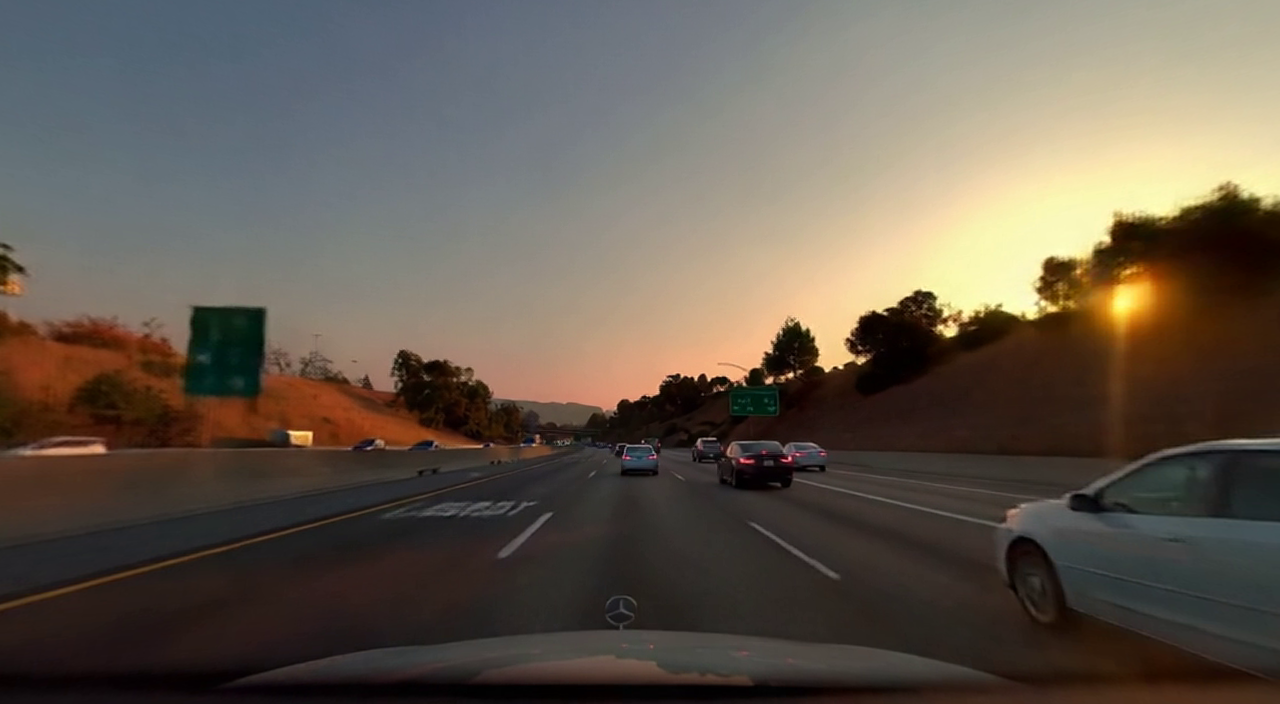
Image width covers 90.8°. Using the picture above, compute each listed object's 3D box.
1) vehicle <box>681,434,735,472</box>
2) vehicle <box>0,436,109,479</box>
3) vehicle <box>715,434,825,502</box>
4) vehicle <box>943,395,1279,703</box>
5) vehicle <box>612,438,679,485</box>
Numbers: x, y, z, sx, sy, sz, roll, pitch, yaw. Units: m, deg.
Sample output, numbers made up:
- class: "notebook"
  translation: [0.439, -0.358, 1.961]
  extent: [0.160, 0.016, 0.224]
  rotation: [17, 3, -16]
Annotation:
- class: "vehicle"
  translation: [3.226, 4.885, 30.712]
  extent: [1.997, 1.663, 4.169]
  rotation: [0, -8, -2]
- class: "vehicle"
  translation: [-25.729, 4.425, 26.768]
  extent: [2.105, 1.666, 4.914]
  rotation: [0, -8, 0]
- class: "vehicle"
  translation: [3.210, 2.948, 16.512]
  extent: [1.856, 1.517, 4.198]
  rotation: [0, -8, -2]
- class: "vehicle"
  translation: [3.481, 0.963, 2.699]
  extent: [1.993, 1.504, 4.781]
  rotation: [0, -8, 0]
- class: "vehicle"
  translation: [0.120, 3.750, 21.963]
  extent: [2.098, 1.475, 3.997]
  rotation: [0, -8, -2]
